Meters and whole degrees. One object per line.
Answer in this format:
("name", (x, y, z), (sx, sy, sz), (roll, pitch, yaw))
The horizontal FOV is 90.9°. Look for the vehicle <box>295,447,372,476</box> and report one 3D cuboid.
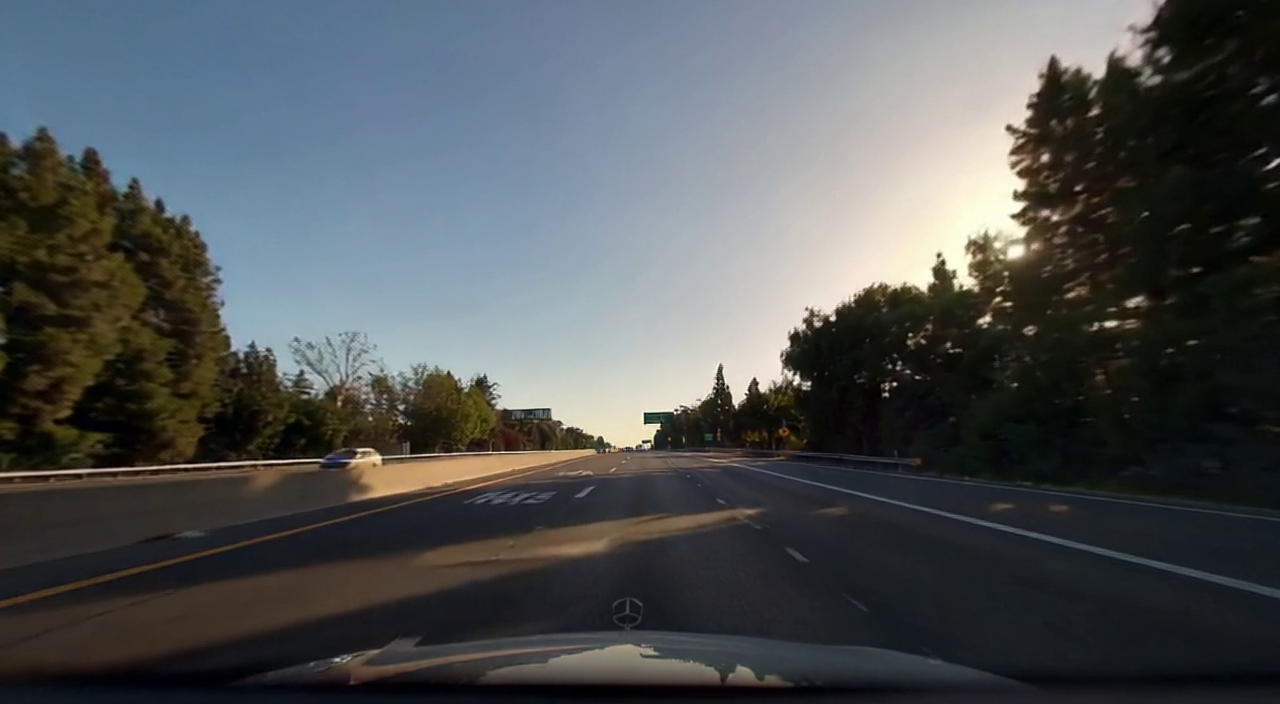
("vehicle", (-17.455, 6.249, 36.227), (1.902, 1.495, 4.952), (-1, -8, 1))
